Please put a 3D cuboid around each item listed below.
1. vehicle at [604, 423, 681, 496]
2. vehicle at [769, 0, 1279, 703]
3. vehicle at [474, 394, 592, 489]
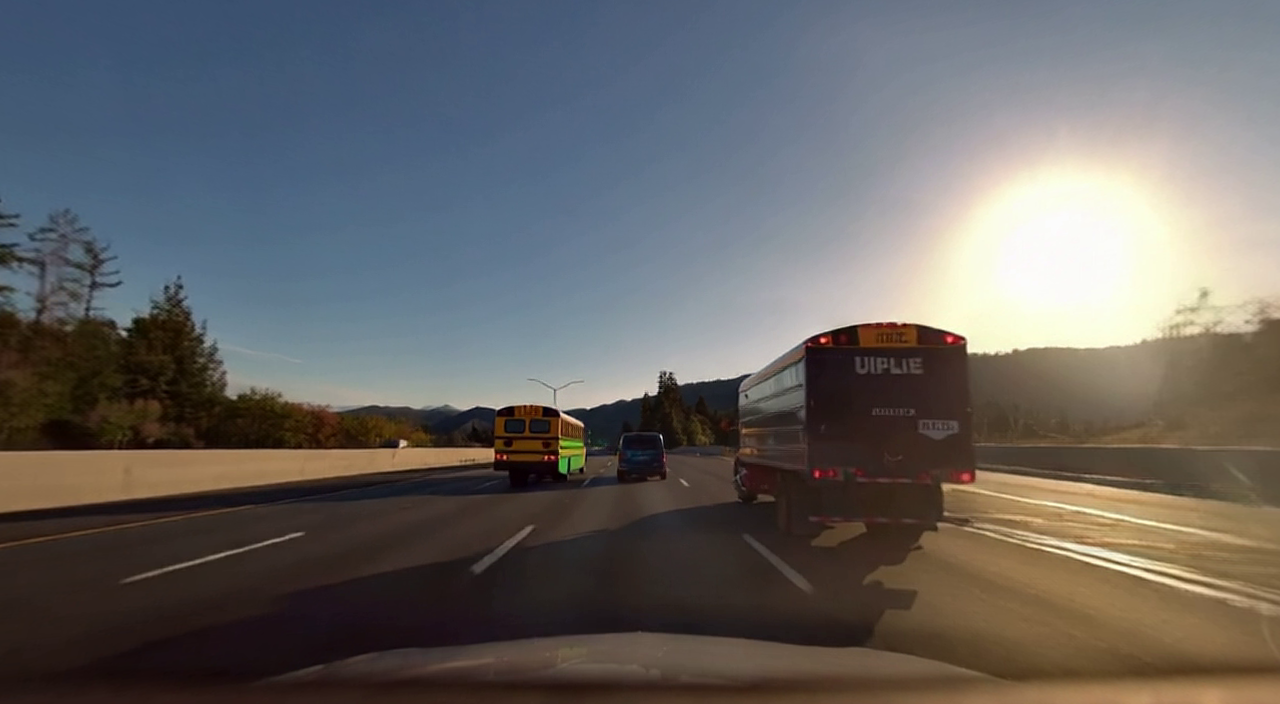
[{"bbox_3d":[0.013,3.184,18.998,2.037,1.929,4.343,0,-9,-1],"label":"vehicle"},{"bbox_3d":[4.089,0.219,5.544,3.006,4.101,13.245,0,-9,0],"label":"vehicle"},{"bbox_3d":[-3.730,3.455,24.253,2.947,3.009,7.991,0,-9,1],"label":"vehicle"}]
